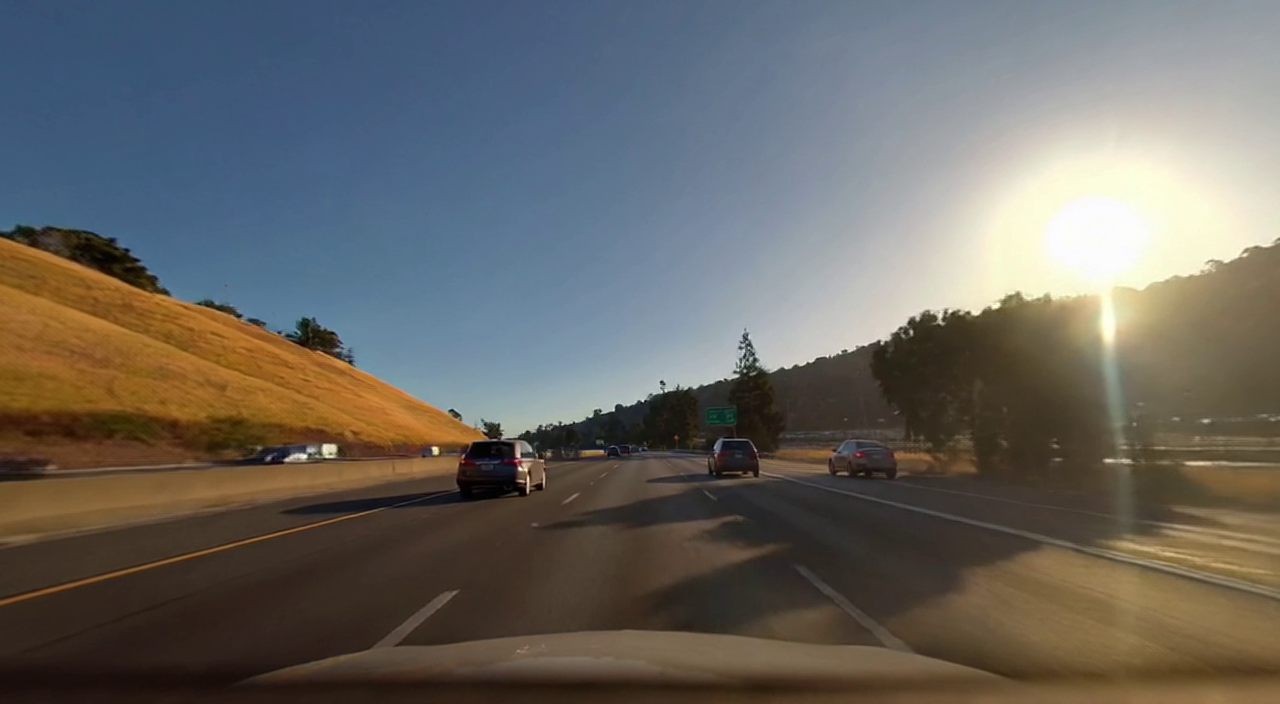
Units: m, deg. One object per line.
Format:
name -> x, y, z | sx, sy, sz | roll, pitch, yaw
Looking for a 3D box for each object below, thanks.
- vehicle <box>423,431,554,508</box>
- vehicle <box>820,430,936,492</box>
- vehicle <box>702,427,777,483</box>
vehicle -> -3.654, 2.934, 16.198 | 2.166, 1.672, 4.388 | -1, -8, 1
vehicle -> 7.394, 3.430, 20.166 | 1.998, 1.717, 4.338 | 0, -8, 0
vehicle -> 3.728, 3.978, 24.671 | 2.121, 1.925, 5.056 | 0, -8, 0
